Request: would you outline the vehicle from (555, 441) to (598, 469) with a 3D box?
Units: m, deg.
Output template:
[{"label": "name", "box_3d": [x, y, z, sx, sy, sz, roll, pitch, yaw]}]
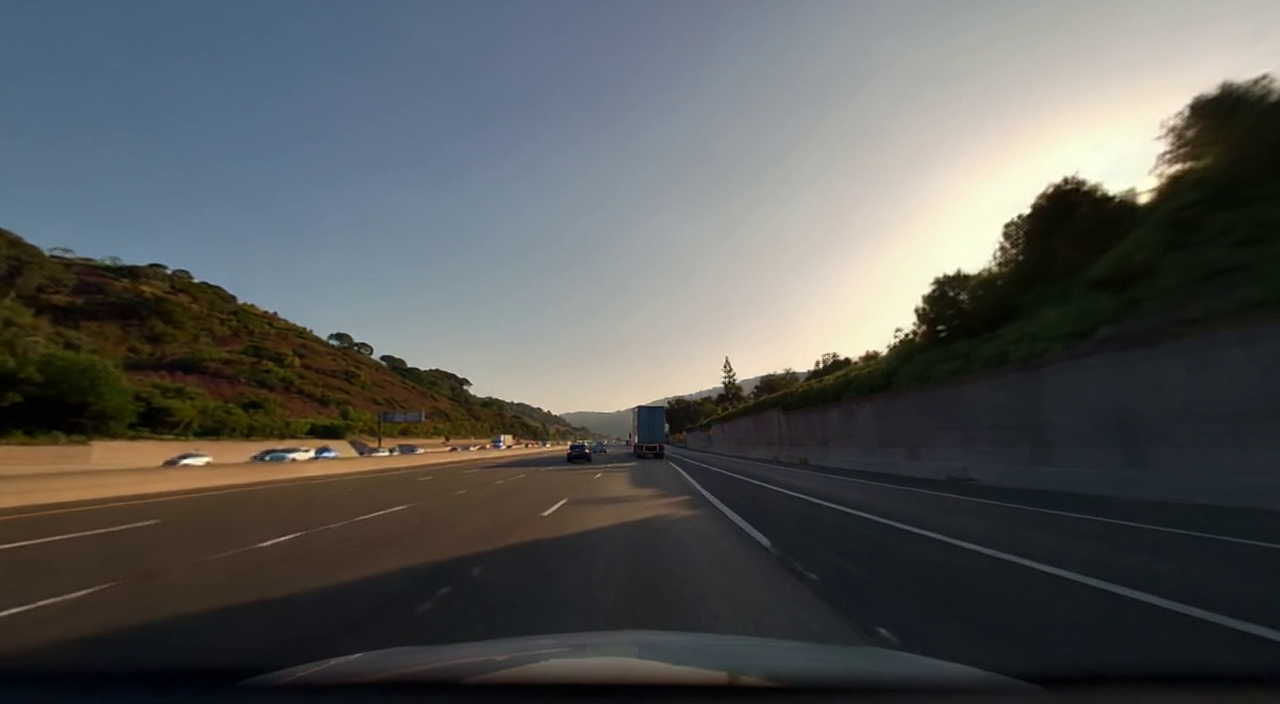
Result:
[{"label": "vehicle", "box_3d": [-3.590, 5.950, 36.481, 1.983, 1.508, 4.060, 0, -8, 1]}]
